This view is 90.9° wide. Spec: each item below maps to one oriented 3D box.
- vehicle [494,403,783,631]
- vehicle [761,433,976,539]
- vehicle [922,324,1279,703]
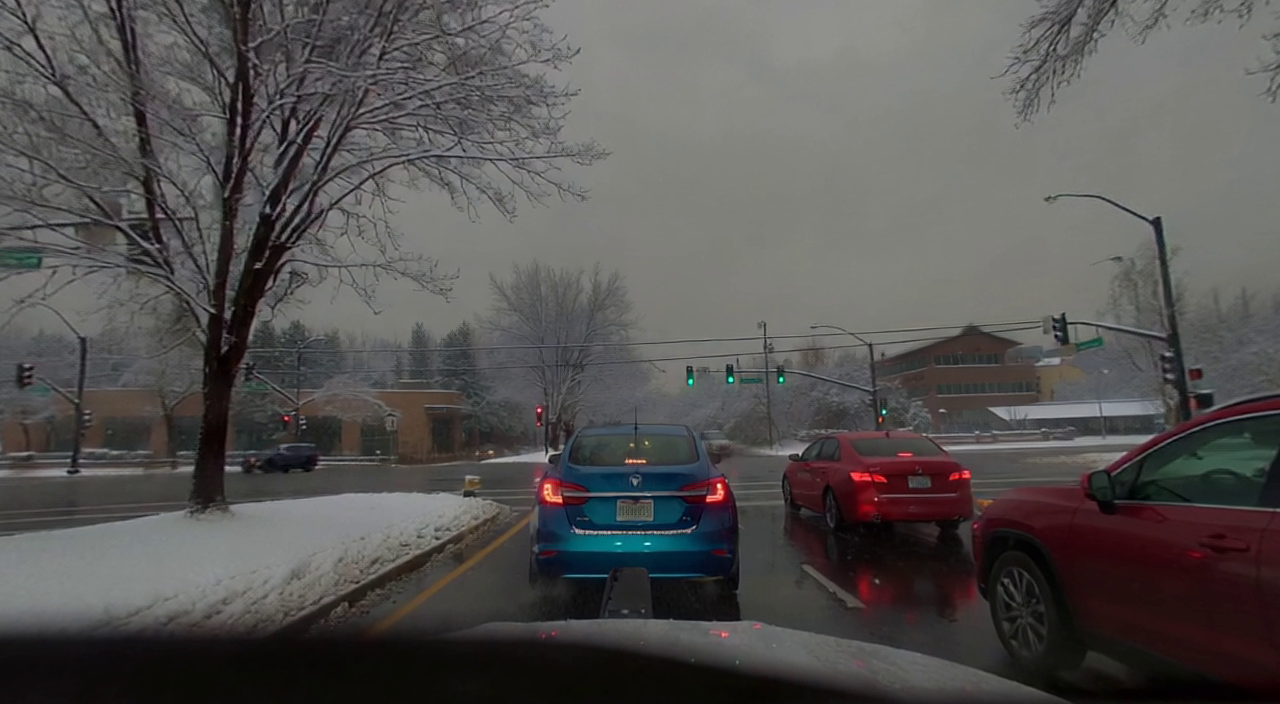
[{"bbox_3d":[-0.027,1.479,6.521,2.074,1.631,3.793,0,-9,-1],"label":"vehicle"},{"bbox_3d":[3.687,2.261,11.314,2.054,1.482,4.654,0,-9,-1],"label":"vehicle"},{"bbox_3d":[3.720,0.935,3.449,2.162,1.829,4.519,0,-9,-1],"label":"vehicle"}]
